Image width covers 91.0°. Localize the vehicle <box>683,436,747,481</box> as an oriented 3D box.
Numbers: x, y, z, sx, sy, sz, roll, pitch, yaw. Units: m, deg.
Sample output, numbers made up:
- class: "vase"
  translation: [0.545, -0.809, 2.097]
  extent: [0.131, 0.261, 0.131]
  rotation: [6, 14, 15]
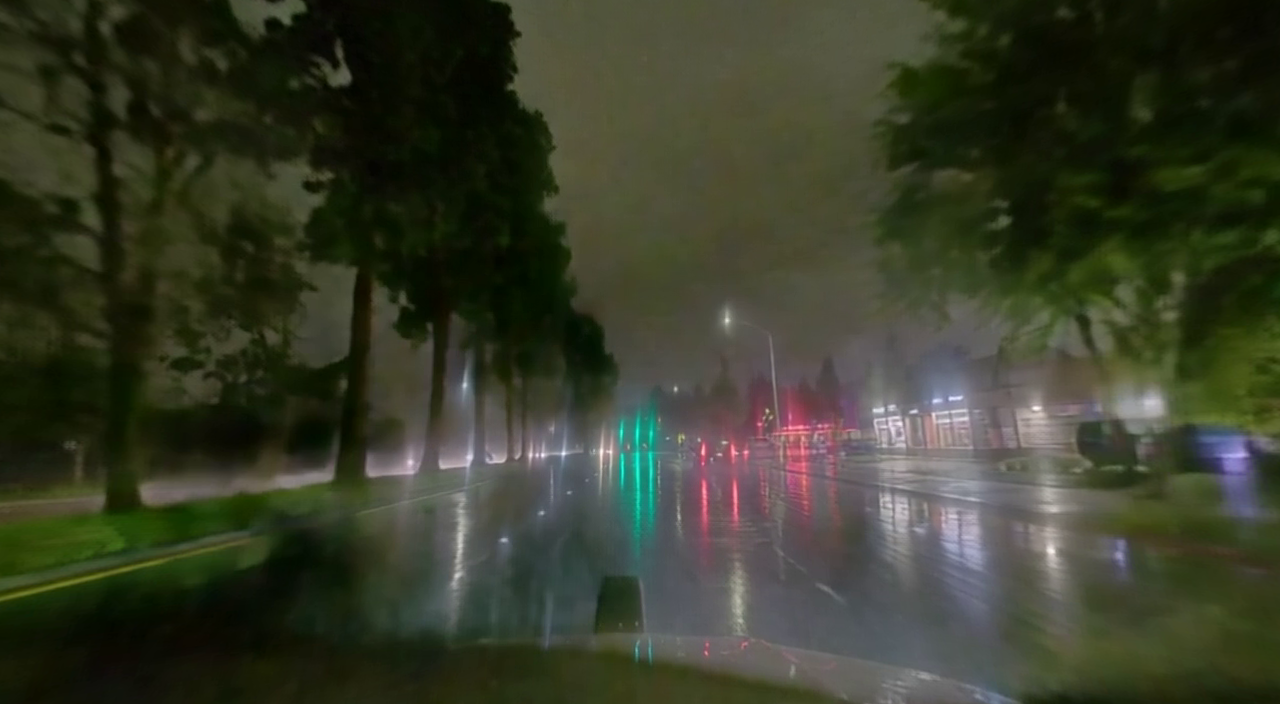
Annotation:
- class: "vehicle"
  translation: [3.046, 4.441, 26.586]
  extent: [2.083, 1.743, 4.354]
  rotation: [0, -8, -1]
